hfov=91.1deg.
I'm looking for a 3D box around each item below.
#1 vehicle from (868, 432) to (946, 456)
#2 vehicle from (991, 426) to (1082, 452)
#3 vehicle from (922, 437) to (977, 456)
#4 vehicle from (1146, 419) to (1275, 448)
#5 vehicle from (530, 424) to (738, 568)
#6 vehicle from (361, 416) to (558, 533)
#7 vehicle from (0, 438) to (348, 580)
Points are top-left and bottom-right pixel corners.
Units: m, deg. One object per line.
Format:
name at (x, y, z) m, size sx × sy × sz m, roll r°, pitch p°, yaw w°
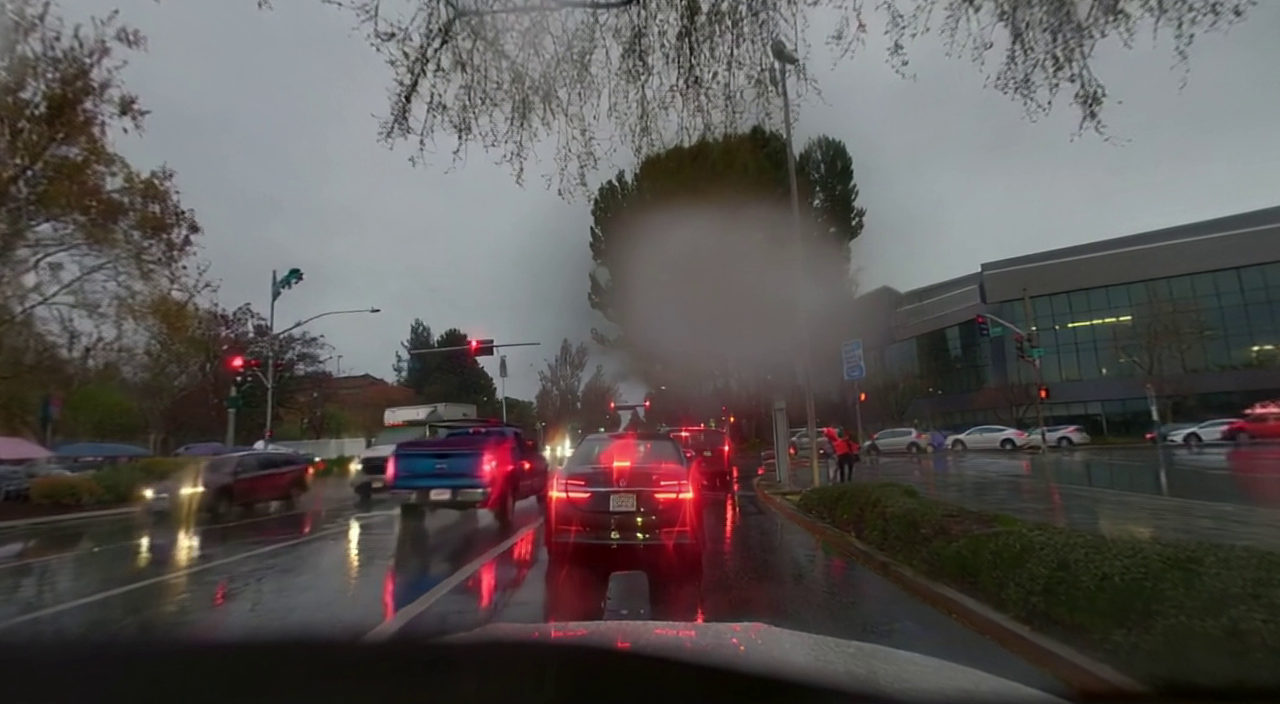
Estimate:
vehicle at (17.504, 6.064, 41.255) m, size 4.441 × 1.452 × 1.798 m, roll -5°, pitch -10°, yaw 30°
vehicle at (23.802, 5.265, 37.836) m, size 4.454 × 1.440 × 1.816 m, roll -5°, pitch -10°, yaw 30°
vehicle at (24.583, 7.545, 49.915) m, size 3.662 × 1.442 × 1.787 m, roll -6°, pitch -10°, yaw 33°
vehicle at (30.566, 4.431, 33.862) m, size 4.739 × 1.472 × 1.804 m, roll -5°, pitch -10°, yaw 29°
vehicle at (-0.043, 1.829, 8.752) m, size 2.182 × 1.501 × 4.150 m, roll 0°, pitch -9°, yaw 1°
vehicle at (-3.190, 2.308, 12.482) m, size 2.223 × 1.826 × 4.990 m, roll 0°, pitch -9°, yaw 3°
vehicle at (-6.321, 2.054, 9.108) m, size 1.948 × 1.530 × 4.283 m, roll 0°, pitch -9°, yaw 3°
